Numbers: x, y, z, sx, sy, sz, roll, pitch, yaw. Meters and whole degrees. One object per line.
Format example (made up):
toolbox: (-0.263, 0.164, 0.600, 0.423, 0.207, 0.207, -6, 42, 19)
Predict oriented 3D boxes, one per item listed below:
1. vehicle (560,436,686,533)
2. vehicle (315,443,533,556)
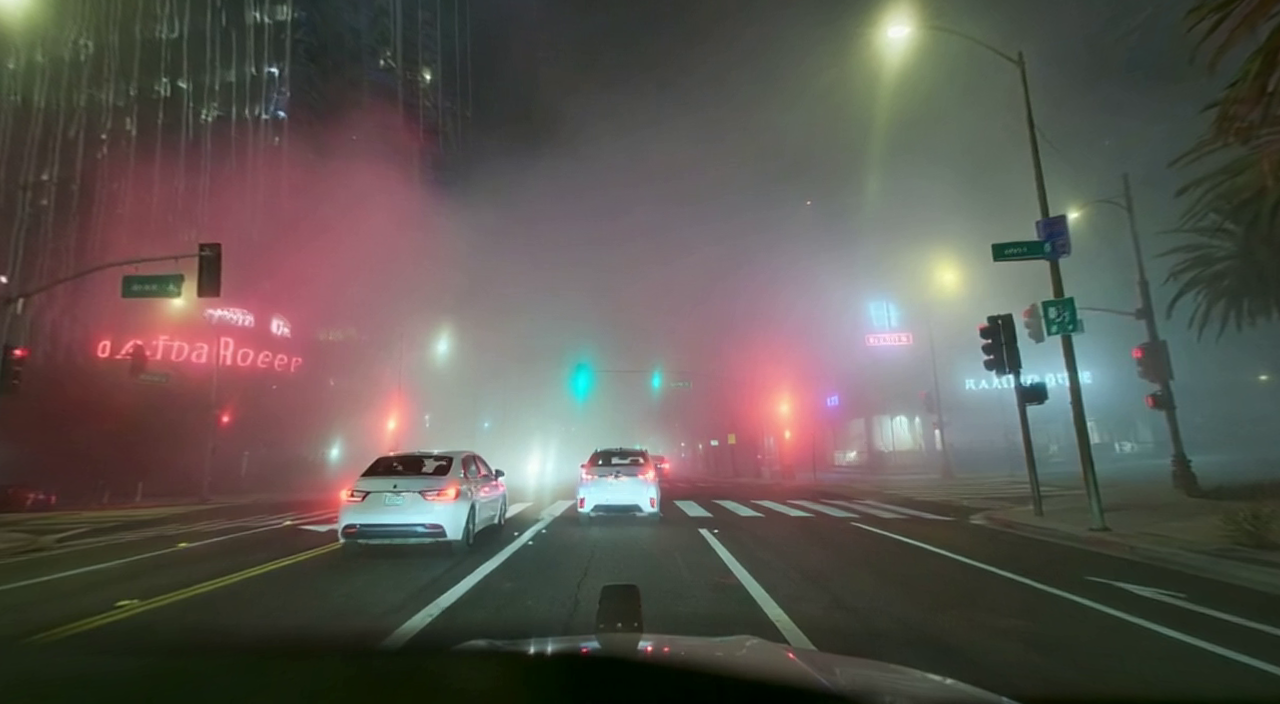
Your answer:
vehicle: (-0.326, 2.555, 12.736, 2.145, 1.632, 3.972, 0, -9, -1)
vehicle: (-3.292, 2.332, 10.823, 2.096, 1.492, 4.666, 0, -9, 0)
